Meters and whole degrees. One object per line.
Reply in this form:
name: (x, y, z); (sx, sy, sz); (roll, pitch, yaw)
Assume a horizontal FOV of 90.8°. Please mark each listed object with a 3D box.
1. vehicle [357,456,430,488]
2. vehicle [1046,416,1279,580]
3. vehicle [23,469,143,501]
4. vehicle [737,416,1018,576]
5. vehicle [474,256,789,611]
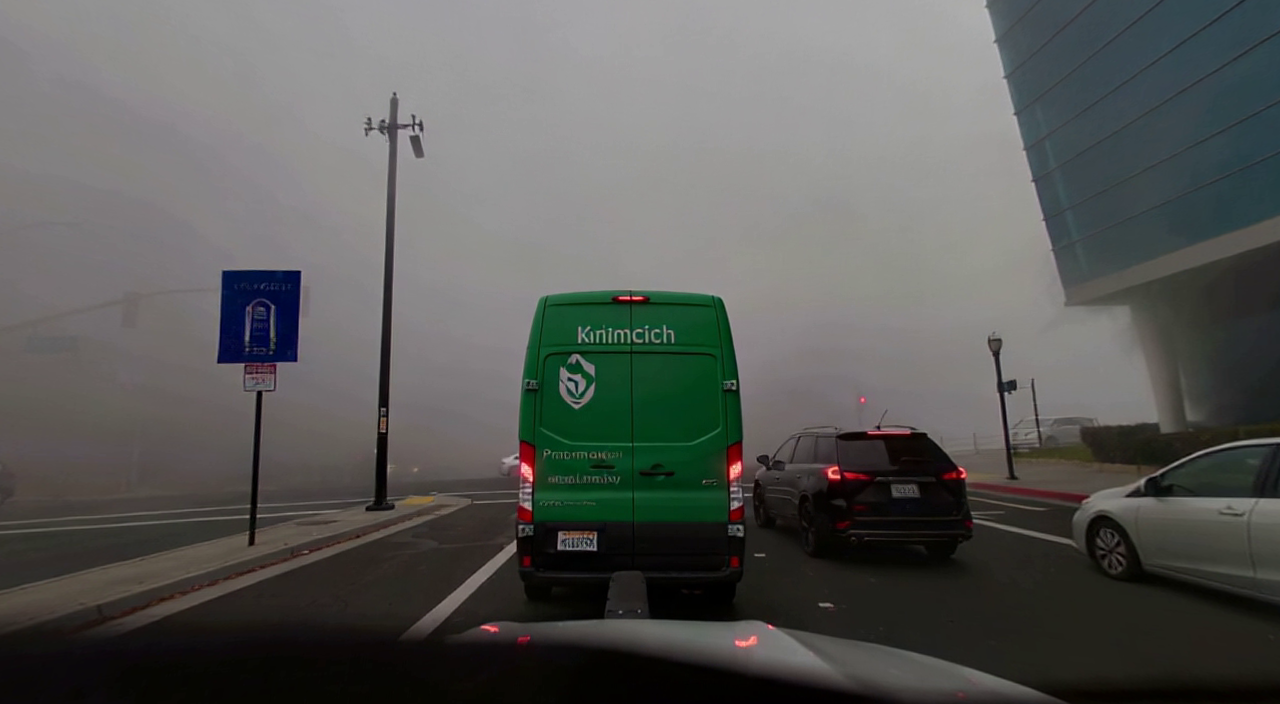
vehicle: (-15.701, 7.626, 40.474); (1.997, 1.806, 4.630); (-2, -9, 14)
vehicle: (7.510, 1.577, 7.021); (1.963, 1.669, 4.678); (3, -9, -20)
vehicle: (-31.103, 7.434, 35.398); (4.806, 1.652, 1.869); (0, -8, -2)
vehicle: (2.879, 1.865, 9.043); (2.183, 1.676, 4.506); (0, -8, -1)
vehicle: (-0.023, 1.182, 9.085); (2.613, 3.035, 7.342); (0, -8, 1)
